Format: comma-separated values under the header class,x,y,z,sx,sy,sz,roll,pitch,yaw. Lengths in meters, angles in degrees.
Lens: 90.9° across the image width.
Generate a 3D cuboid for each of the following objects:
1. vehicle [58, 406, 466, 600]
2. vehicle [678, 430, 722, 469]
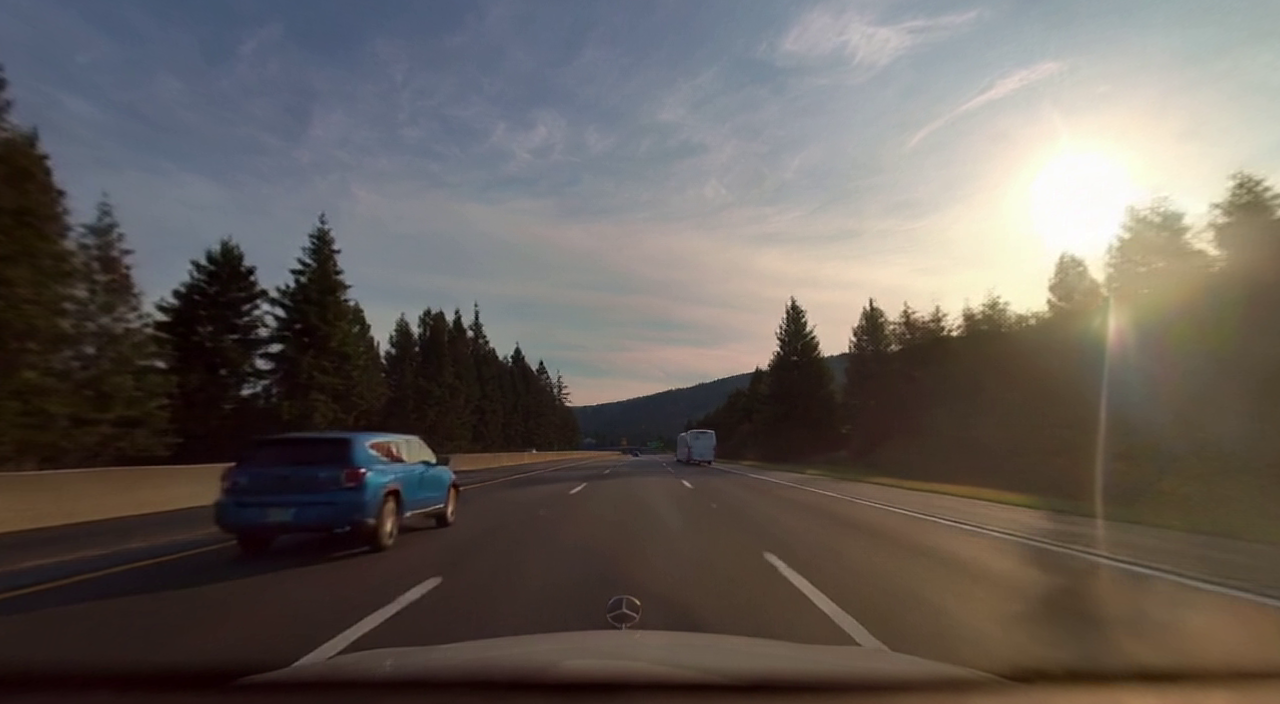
class,x,y,z,sx,sy,sz,roll,pitch,yaw
vehicle,-3.850,1.639,7.726,2.020,1.619,4.690,0,-9,1
vehicle,4.302,7.186,46.531,2.614,2.655,6.429,0,-9,0
